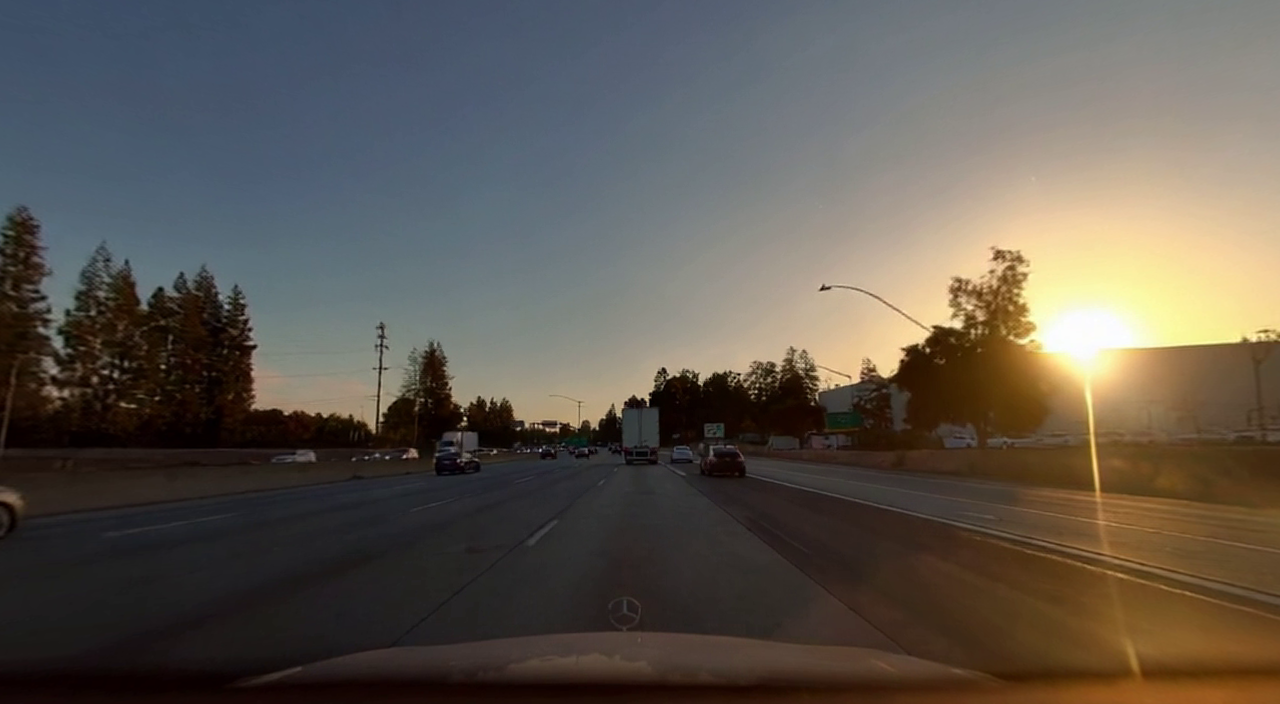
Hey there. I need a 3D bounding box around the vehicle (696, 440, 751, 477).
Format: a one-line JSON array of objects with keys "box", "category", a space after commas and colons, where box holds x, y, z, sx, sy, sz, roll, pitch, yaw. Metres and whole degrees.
[{"box": [4.082, 5.288, 31.571, 2.107, 1.707, 4.445, 0, -9, 0], "category": "vehicle"}]

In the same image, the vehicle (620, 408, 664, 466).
[{"box": [0.330, 6.603, 48.460, 3.012, 3.928, 10.262, 0, -9, 2], "category": "vehicle"}]

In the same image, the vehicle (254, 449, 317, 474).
[{"box": [-27.420, 8.457, 48.958, 2.131, 1.760, 4.698, 0, -8, 0], "category": "vehicle"}]

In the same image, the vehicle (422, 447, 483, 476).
[{"box": [-10.592, 6.208, 35.906, 2.015, 1.521, 4.550, 0, -9, 0], "category": "vehicle"}]
